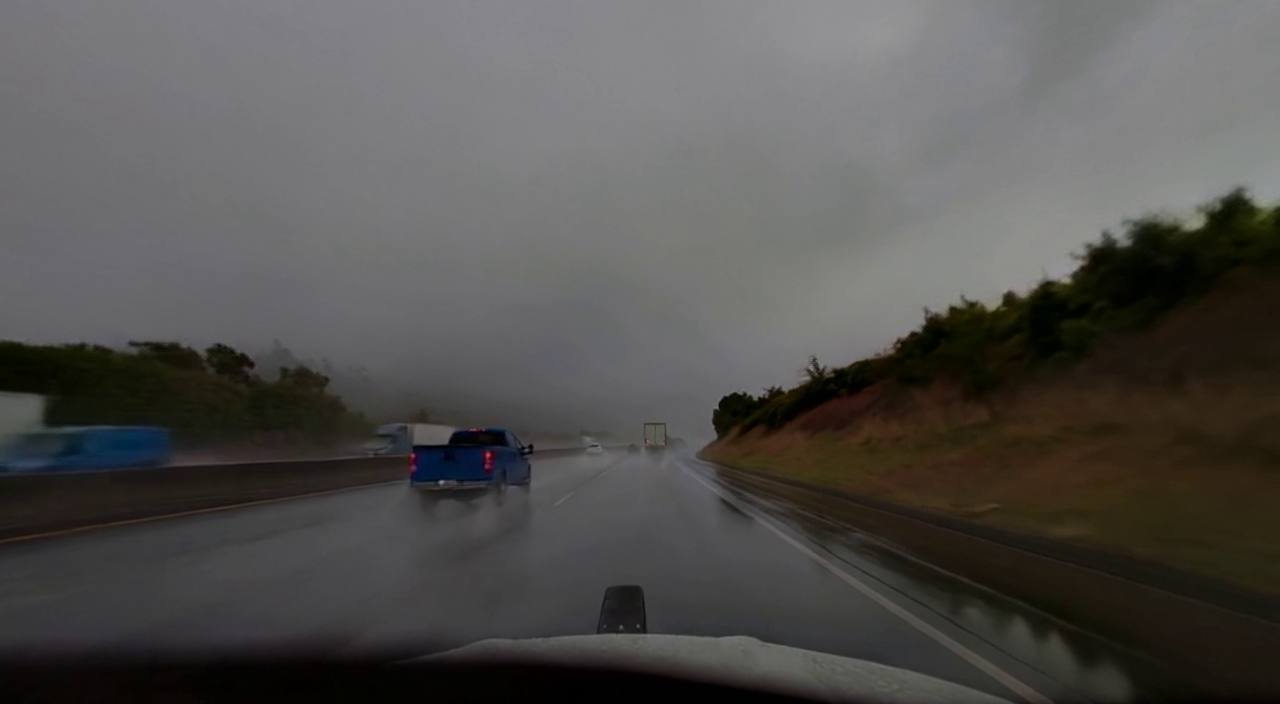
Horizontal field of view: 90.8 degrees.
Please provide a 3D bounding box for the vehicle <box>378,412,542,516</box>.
[{"bbox_3d":[-3.846,2.538,14.706,2.216,1.949,5.237,0,-9,1],"label":"vehicle"}]

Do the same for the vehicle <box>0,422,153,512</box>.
[{"bbox_3d":[-18.862,3.571,19.915,2.295,2.456,5.687,0,-9,1],"label":"vehicle"}]
